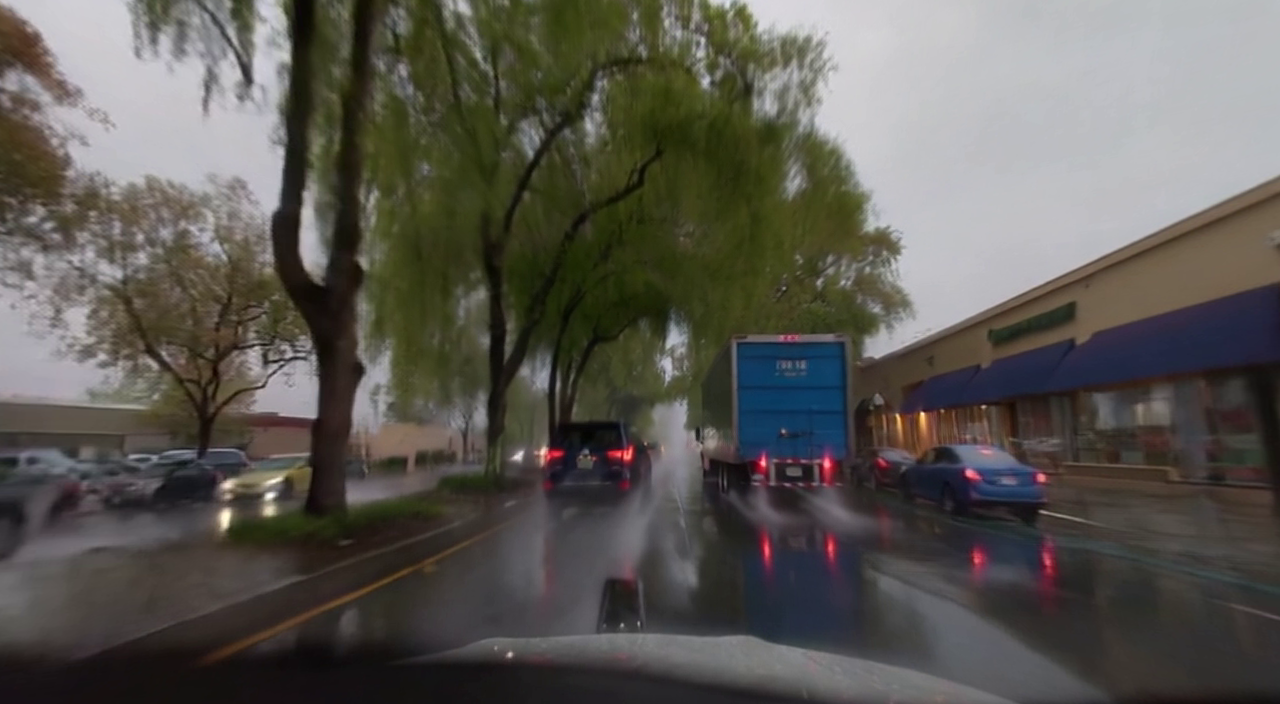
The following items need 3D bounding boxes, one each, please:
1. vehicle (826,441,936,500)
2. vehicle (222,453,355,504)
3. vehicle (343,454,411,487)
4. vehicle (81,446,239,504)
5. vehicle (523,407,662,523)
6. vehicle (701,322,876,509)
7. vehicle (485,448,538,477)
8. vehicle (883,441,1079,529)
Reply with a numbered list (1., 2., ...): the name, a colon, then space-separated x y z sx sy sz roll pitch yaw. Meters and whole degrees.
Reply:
1. vehicle: 7.127 3.518 19.187 1.739 1.582 4.282 0 -9 2
2. vehicle: -12.081 4.348 22.147 1.966 1.442 4.466 -3 -9 2
3. vehicle: -15.509 6.976 37.514 1.874 1.506 4.781 -7 -9 1
4. vehicle: -21.143 5.368 28.278 2.233 2.228 5.747 -1 -8 4
5. vehicle: -0.778 2.379 13.766 2.293 2.036 4.853 -1 -9 4
6. vehicle: 3.923 2.353 20.639 3.007 4.206 12.913 0 -9 2
7. vehicle: -7.245 6.242 35.991 2.056 1.534 4.645 0 -9 0
8. vehicle: 6.848 2.676 13.319 1.929 1.522 4.158 -1 -9 2
